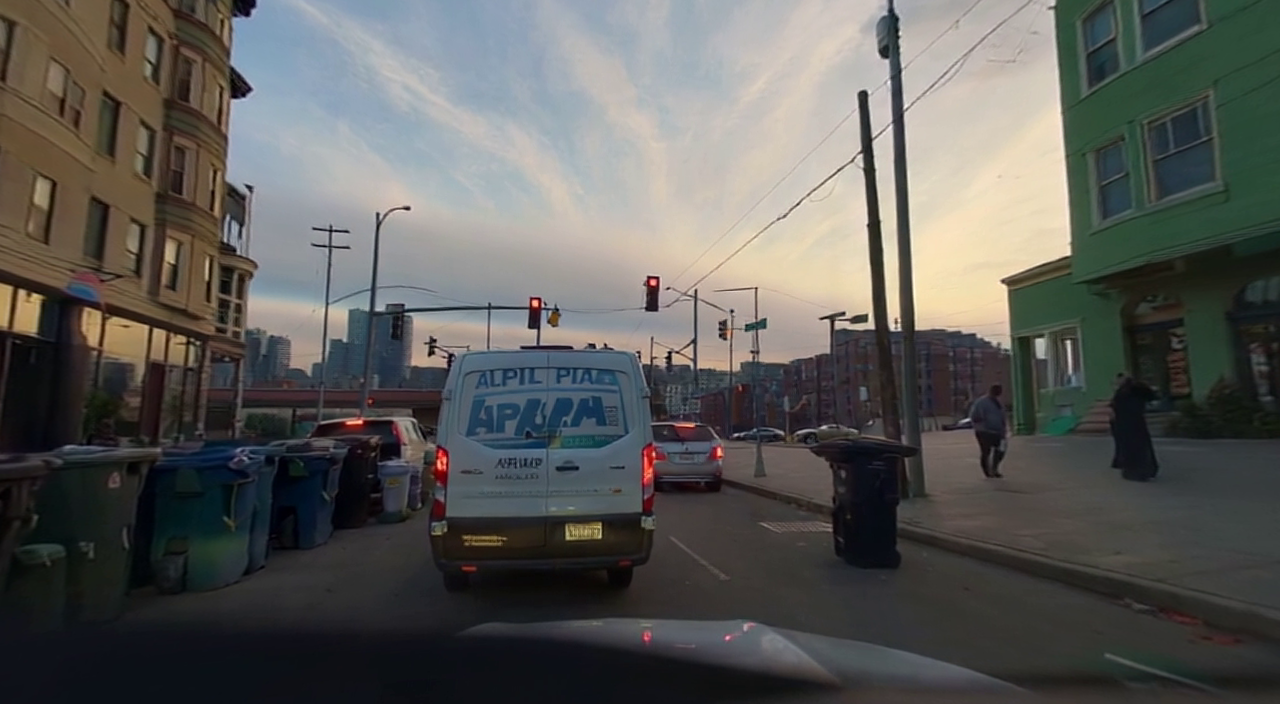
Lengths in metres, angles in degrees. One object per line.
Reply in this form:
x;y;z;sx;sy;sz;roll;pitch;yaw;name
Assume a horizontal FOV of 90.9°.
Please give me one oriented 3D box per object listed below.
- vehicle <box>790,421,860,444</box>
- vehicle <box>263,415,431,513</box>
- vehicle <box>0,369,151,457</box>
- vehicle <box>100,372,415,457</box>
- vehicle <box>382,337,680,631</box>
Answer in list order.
11.887;5.176;40.476;3.885;1.449;1.757;2;-8;-11;vehicle
-5.061;1.945;11.415;1.841;1.461;3.426;1;-8;-9;vehicle
-24.376;2.375;24.238;8.088;3.213;2.801;2;-8;-11;vehicle
-15.243;2.686;26.206;10.606;3.178;3.014;2;-8;-12;vehicle
-1.015;1.146;6.395;1.951;1.907;4.266;1;-8;-9;vehicle
